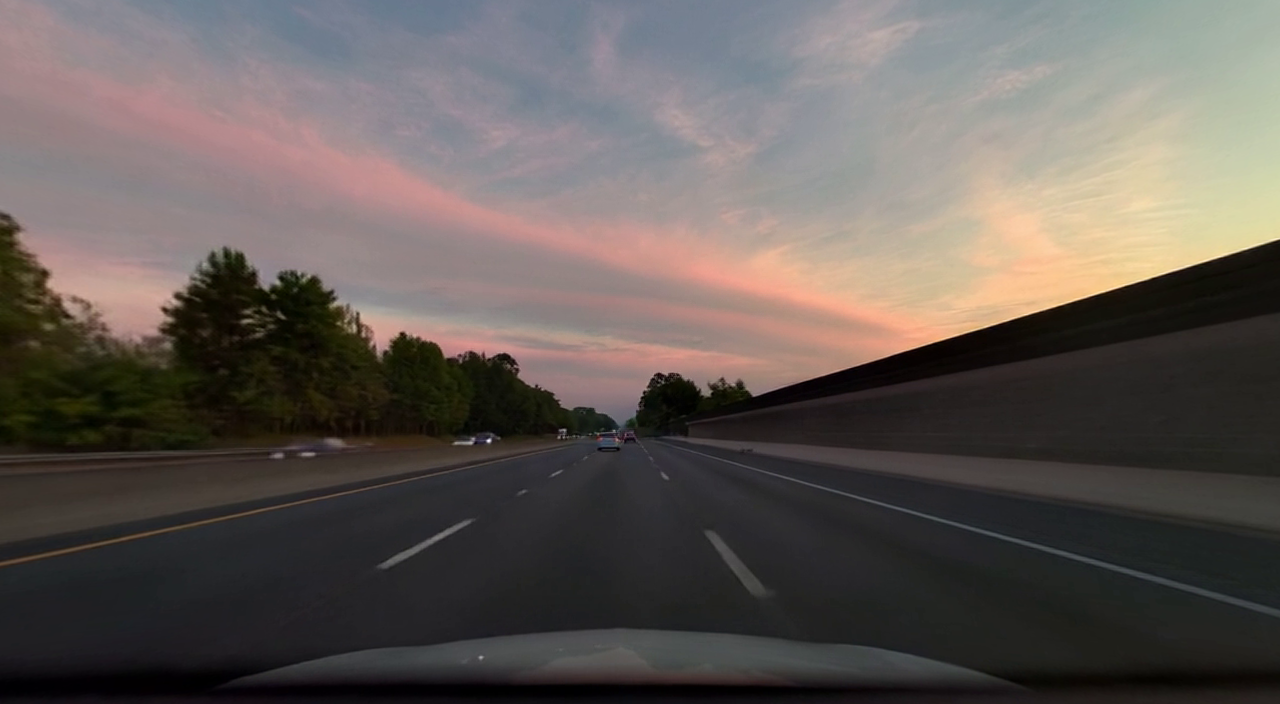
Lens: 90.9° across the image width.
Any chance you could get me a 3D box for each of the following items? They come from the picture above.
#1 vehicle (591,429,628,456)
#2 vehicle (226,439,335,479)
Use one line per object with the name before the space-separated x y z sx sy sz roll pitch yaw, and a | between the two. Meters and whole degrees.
vehicle | -2.039 6.206 43.269 2.306 1.730 4.606 0 -8 1
vehicle | -14.455 4.284 25.689 1.863 1.439 4.401 0 -8 0
